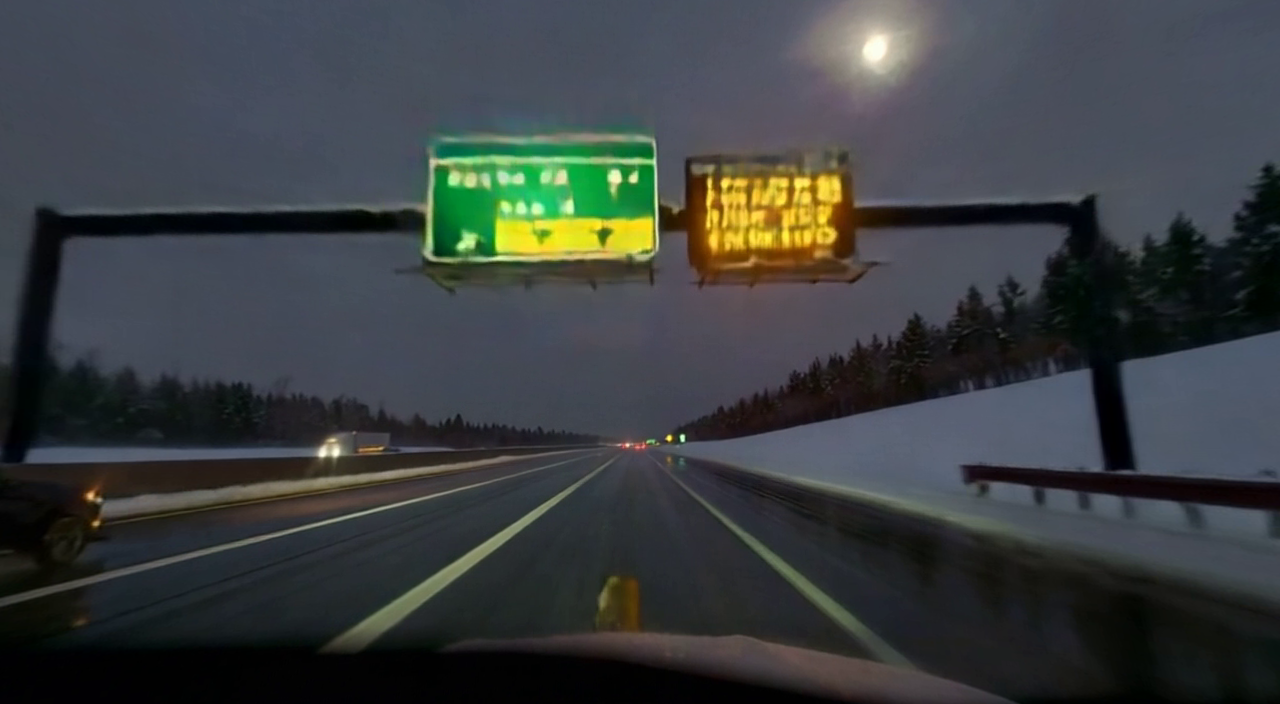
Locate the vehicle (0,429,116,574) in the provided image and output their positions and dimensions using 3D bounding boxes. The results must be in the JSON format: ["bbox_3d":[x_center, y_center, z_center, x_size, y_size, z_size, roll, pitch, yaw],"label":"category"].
[{"bbox_3d":[-7.864,1.450,5.734,2.005,1.545,4.874,0,-8,0],"label":"vehicle"}]
